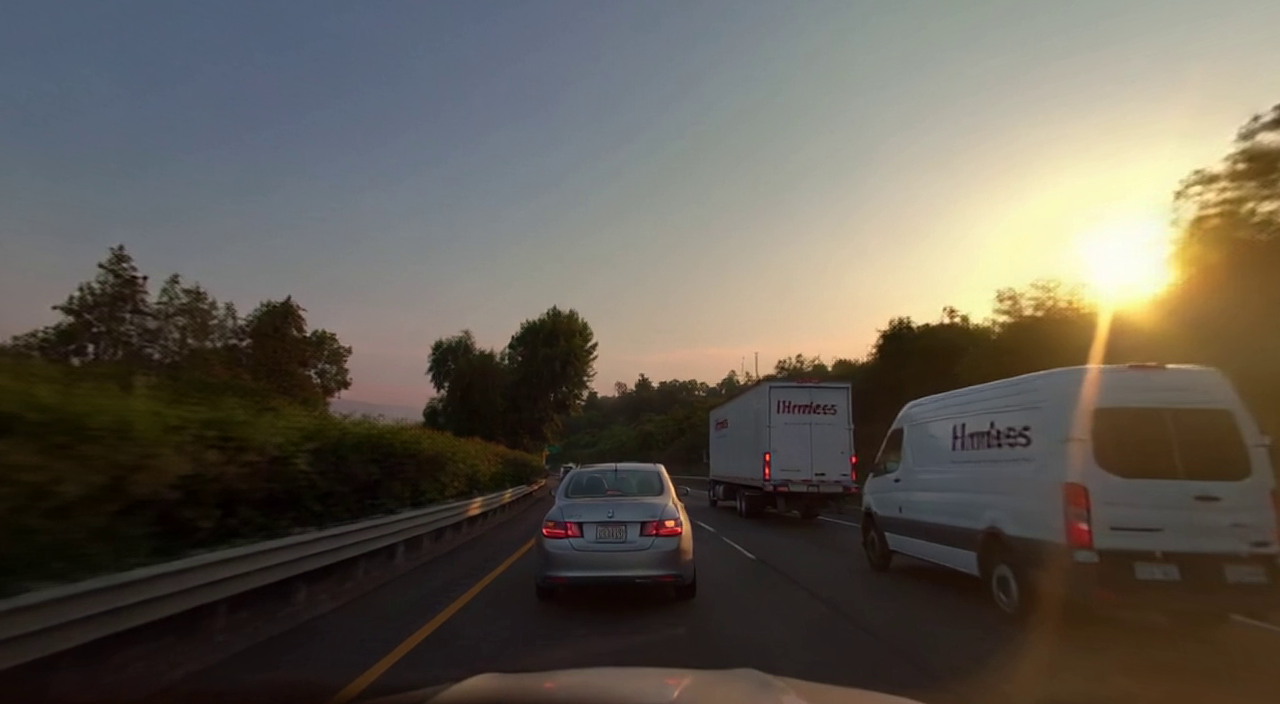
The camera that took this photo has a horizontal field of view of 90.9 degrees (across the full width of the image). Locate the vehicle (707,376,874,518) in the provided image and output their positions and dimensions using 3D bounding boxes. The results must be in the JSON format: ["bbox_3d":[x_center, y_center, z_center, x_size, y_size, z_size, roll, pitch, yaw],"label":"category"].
[{"bbox_3d":[4.823,3.688,23.373,2.936,3.972,11.144,1,-11,-3],"label":"vehicle"}]

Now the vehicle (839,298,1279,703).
[{"bbox_3d":[4.163,1.383,6.643,2.328,2.537,5.290,1,-11,0],"label":"vehicle"}]

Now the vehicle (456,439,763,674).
[{"bbox_3d":[-0.245,1.656,5.874,1.980,1.493,3.410,1,-11,-2],"label":"vehicle"}]
